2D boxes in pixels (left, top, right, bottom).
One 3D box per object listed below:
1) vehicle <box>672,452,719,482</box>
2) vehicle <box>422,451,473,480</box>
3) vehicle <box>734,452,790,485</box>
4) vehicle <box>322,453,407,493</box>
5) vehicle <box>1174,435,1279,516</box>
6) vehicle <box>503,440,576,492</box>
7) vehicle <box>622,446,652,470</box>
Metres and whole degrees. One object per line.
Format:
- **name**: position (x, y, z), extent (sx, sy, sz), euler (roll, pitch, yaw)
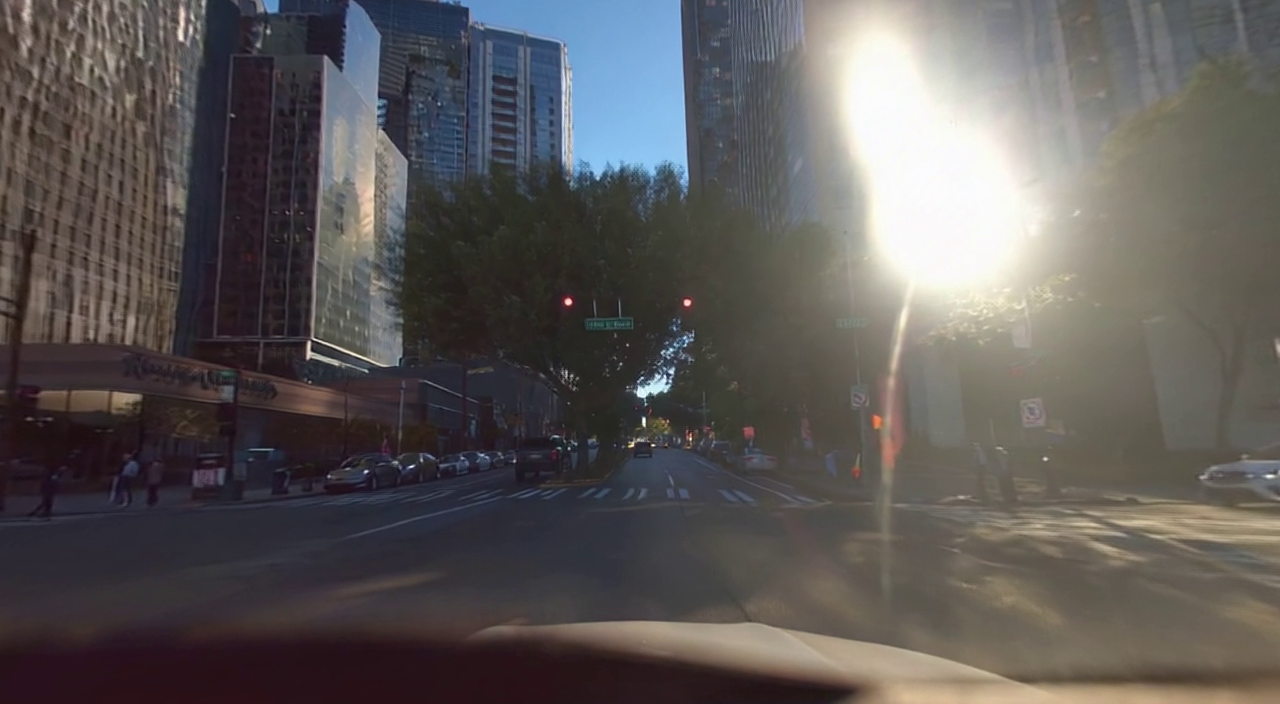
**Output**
- **vehicle**: position (2.742, 5.776, 31.983), extent (1.919, 1.371, 3.583), euler (0, -8, -2)
- **vehicle**: position (-12.297, 7.256, 40.624), extent (1.854, 1.727, 4.426), euler (0, -8, 1)
- **vehicle**: position (5.975, 5.751, 31.494), extent (1.882, 1.479, 4.652), euler (0, -8, 0)
- **vehicle**: position (-12.727, 5.605, 29.492), extent (2.118, 1.644, 4.188), euler (0, -8, -1)
- **vehicle**: position (17.373, 3.159, 16.572), extent (4.589, 1.910, 2.162), euler (-1, -8, -1)
- **vehicle**: position (-3.887, 4.452, 25.211), extent (2.176, 1.804, 4.740), euler (-2, -8, 0)
- **vehicle**: position (-0.228, 8.113, 48.660), extent (2.165, 1.749, 4.078), euler (0, -8, 0)
